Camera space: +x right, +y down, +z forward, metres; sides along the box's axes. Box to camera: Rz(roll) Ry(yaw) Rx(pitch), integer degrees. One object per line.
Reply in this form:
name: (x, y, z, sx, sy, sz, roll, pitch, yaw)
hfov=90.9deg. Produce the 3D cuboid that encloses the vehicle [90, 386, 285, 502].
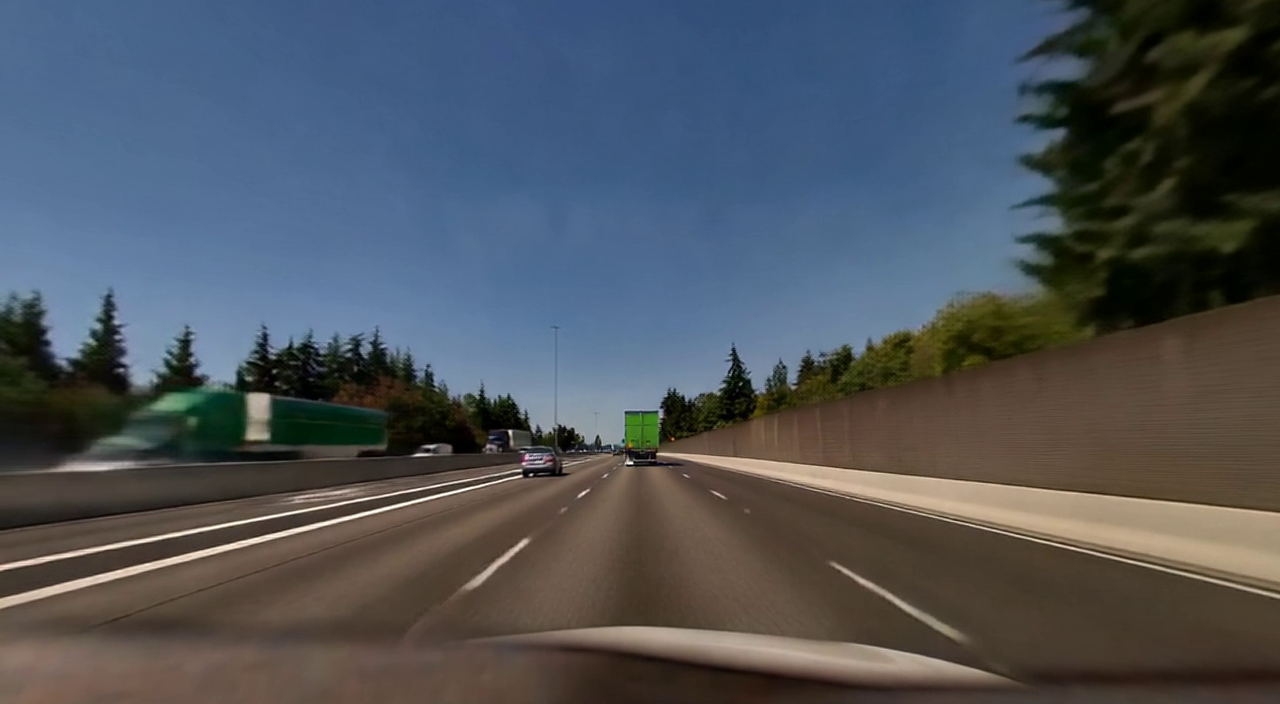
vehicle: (-17.021, 3.556, 24.378, 2.987, 3.918, 5.823, 0, -9, 0)

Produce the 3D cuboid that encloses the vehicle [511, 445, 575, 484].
vehicle: (-4.077, 4.787, 27.248, 1.974, 1.531, 4.429, 0, -9, 1)

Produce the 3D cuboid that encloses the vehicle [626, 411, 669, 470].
vehicle: (0.581, 6.940, 48.955, 2.980, 4.051, 10.359, 0, -9, 1)
